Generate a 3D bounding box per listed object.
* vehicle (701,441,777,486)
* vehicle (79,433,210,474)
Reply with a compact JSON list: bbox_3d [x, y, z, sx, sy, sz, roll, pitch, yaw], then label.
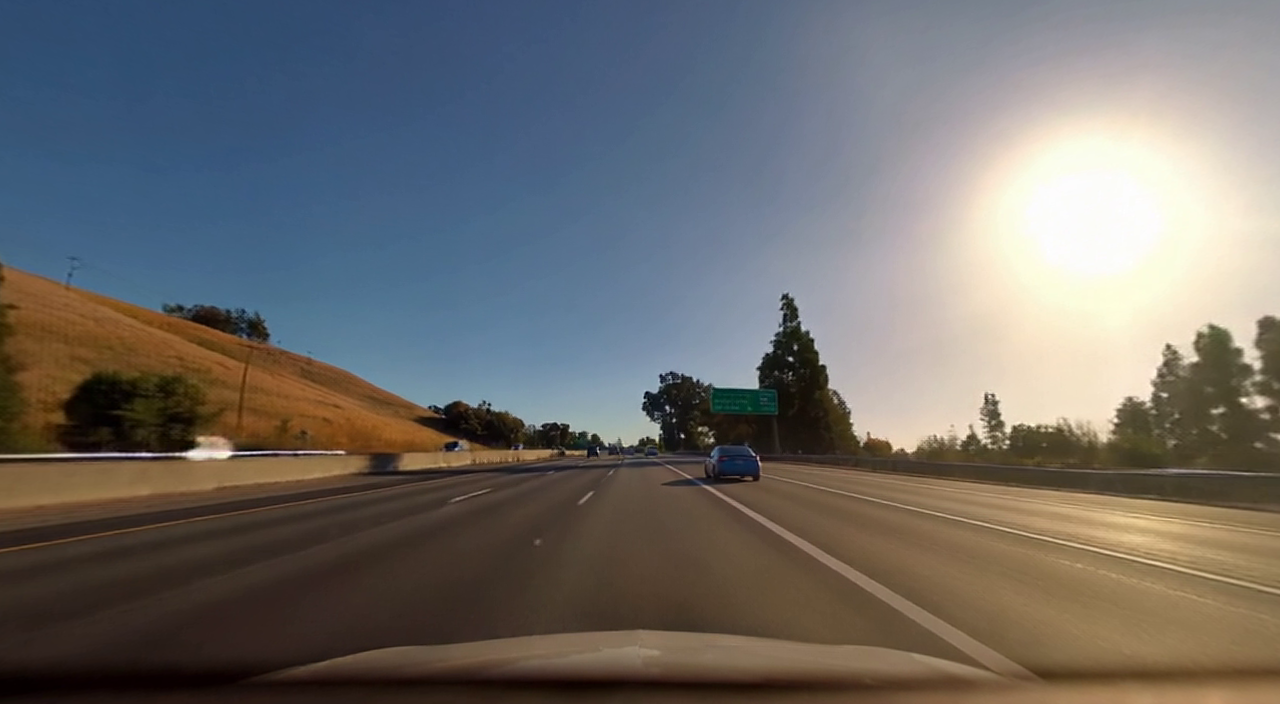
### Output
[{"bbox_3d":[3.603,4.156,23.780,2.033,1.501,4.398,0,-9,-2],"label":"vehicle"},{"bbox_3d":[-22.191,4.575,28.533,2.017,1.656,4.875,0,-9,-1],"label":"vehicle"}]
